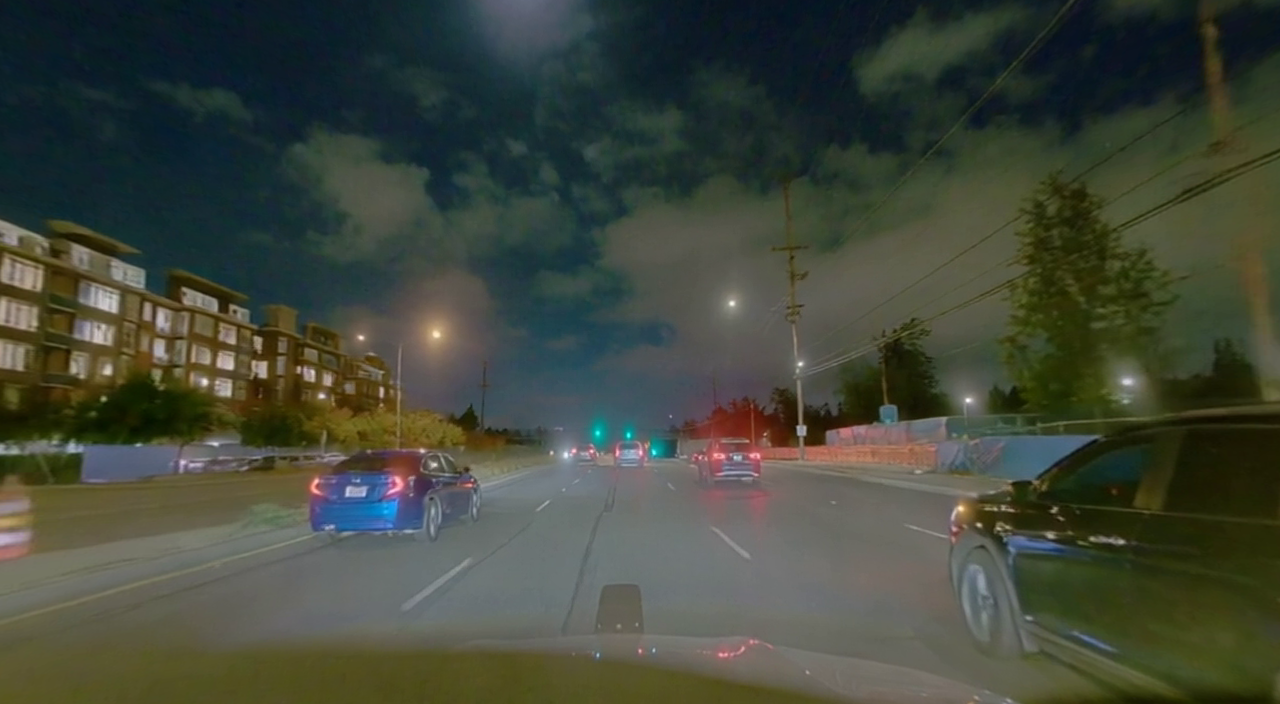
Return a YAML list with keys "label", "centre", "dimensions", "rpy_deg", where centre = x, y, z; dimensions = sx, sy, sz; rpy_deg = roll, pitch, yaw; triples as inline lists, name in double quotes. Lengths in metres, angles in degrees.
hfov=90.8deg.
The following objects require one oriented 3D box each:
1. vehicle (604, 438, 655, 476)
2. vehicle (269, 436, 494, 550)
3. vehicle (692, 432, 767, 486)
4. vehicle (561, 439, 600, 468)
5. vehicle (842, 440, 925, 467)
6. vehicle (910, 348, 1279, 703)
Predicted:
- label: "vehicle"
  centre: [-0.479, 5.067, 30.652]
  dimensions: [2.291, 1.714, 4.217]
  rpy_deg: [0, -9, -1]
- label: "vehicle"
  centre: [-3.901, 2.185, 10.486]
  dimensions: [1.968, 1.473, 4.209]
  rpy_deg: [0, -9, 0]
- label: "vehicle"
  centre: [3.190, 3.921, 23.366]
  dimensions: [2.029, 1.797, 4.218]
  rpy_deg: [0, -9, -2]
- label: "vehicle"
  centre: [-3.992, 6.939, 43.174]
  dimensions: [2.190, 1.832, 4.417]
  rpy_deg: [0, -9, 0]
- label: "vehicle"
  centre: [15.908, 6.647, 41.364]
  dimensions: [4.594, 1.664, 2.036]
  rpy_deg: [-6, -11, 34]
- label: "vehicle"
  centre: [3.157, 0.922, 2.976]
  dimensions: [1.975, 1.598, 4.025]
  rpy_deg: [0, -9, 0]
